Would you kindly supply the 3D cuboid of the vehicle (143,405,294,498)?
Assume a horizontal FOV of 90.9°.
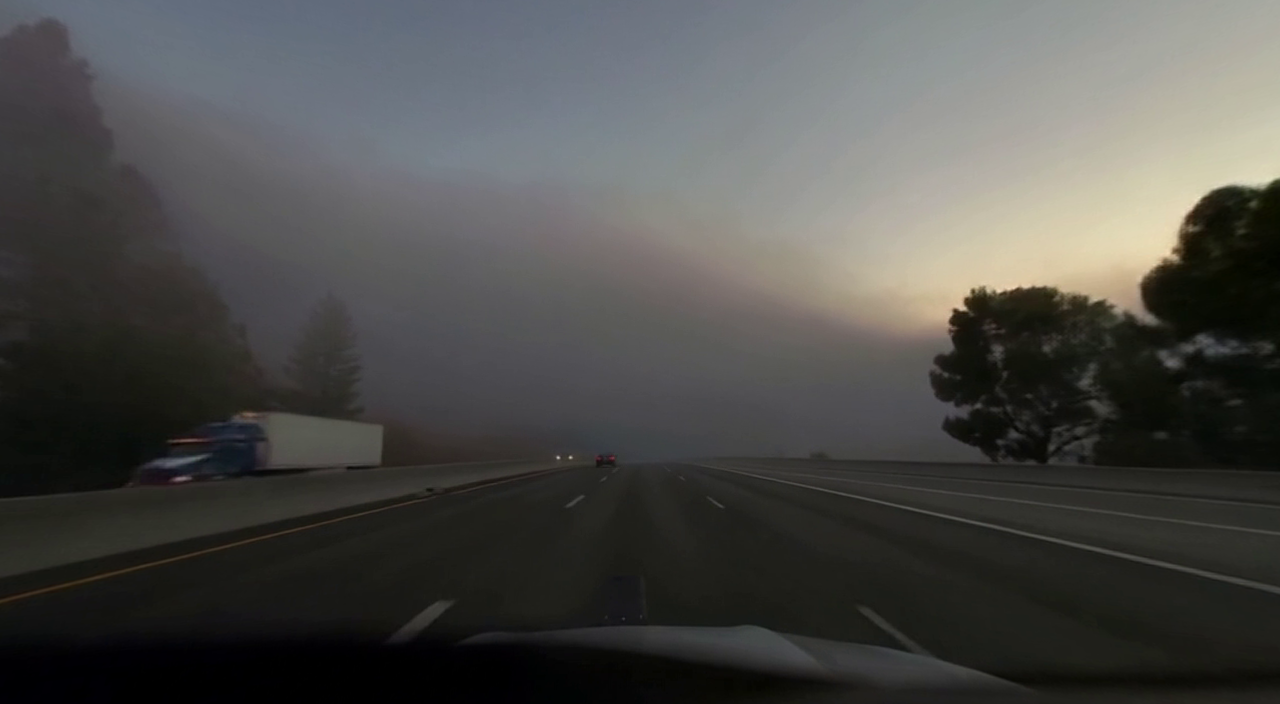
[{"bbox_3d":[-20.213,4.844,30.770,2.997,4.027,6.007,0,-9,0],"label":"vehicle"}]
